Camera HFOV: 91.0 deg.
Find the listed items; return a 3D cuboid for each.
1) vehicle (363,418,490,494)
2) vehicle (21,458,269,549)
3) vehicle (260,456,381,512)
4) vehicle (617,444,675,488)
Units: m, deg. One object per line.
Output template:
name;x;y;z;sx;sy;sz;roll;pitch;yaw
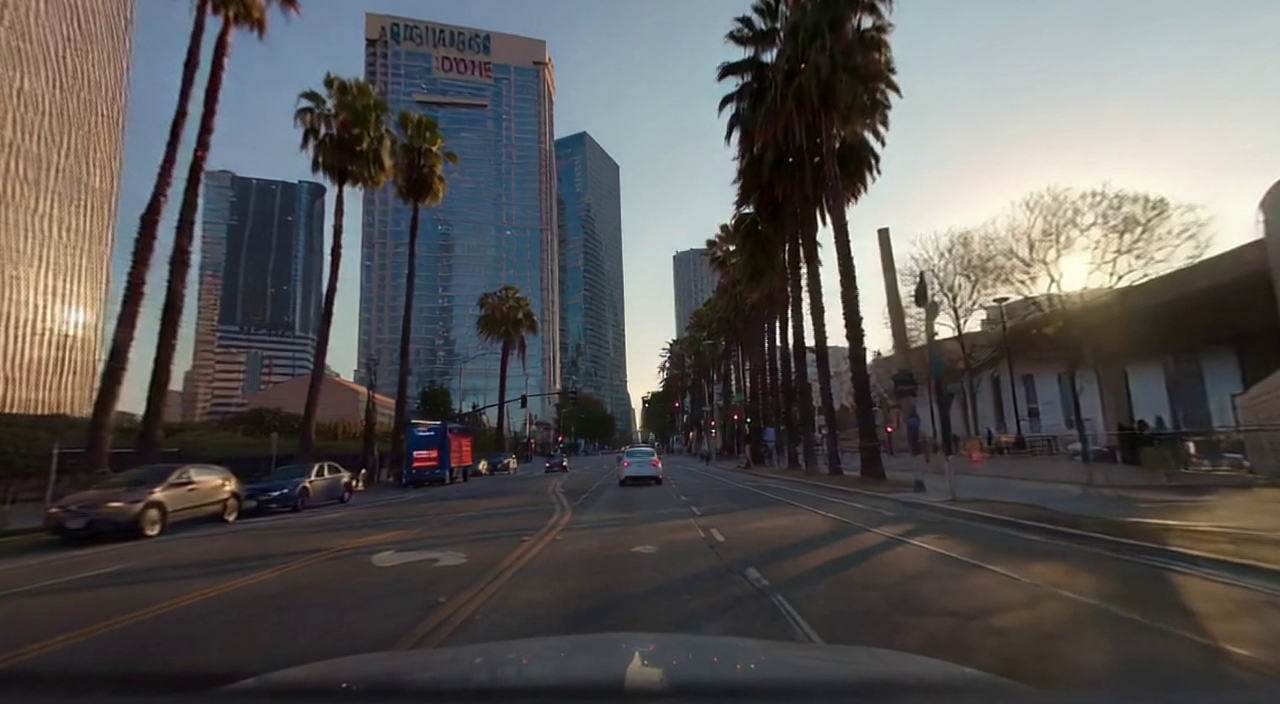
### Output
vehicle;-11.982;6.010;37.089;3.058;3.443;12.503;-5;-8;0
vehicle;-12.146;3.689;16.052;2.308;1.839;4.793;0;-9;2
vehicle;-11.969;4.937;24.060;1.981;1.803;4.835;0;-9;1
vehicle;0.251;4.612;25.733;2.145;1.632;3.972;0;-9;1
